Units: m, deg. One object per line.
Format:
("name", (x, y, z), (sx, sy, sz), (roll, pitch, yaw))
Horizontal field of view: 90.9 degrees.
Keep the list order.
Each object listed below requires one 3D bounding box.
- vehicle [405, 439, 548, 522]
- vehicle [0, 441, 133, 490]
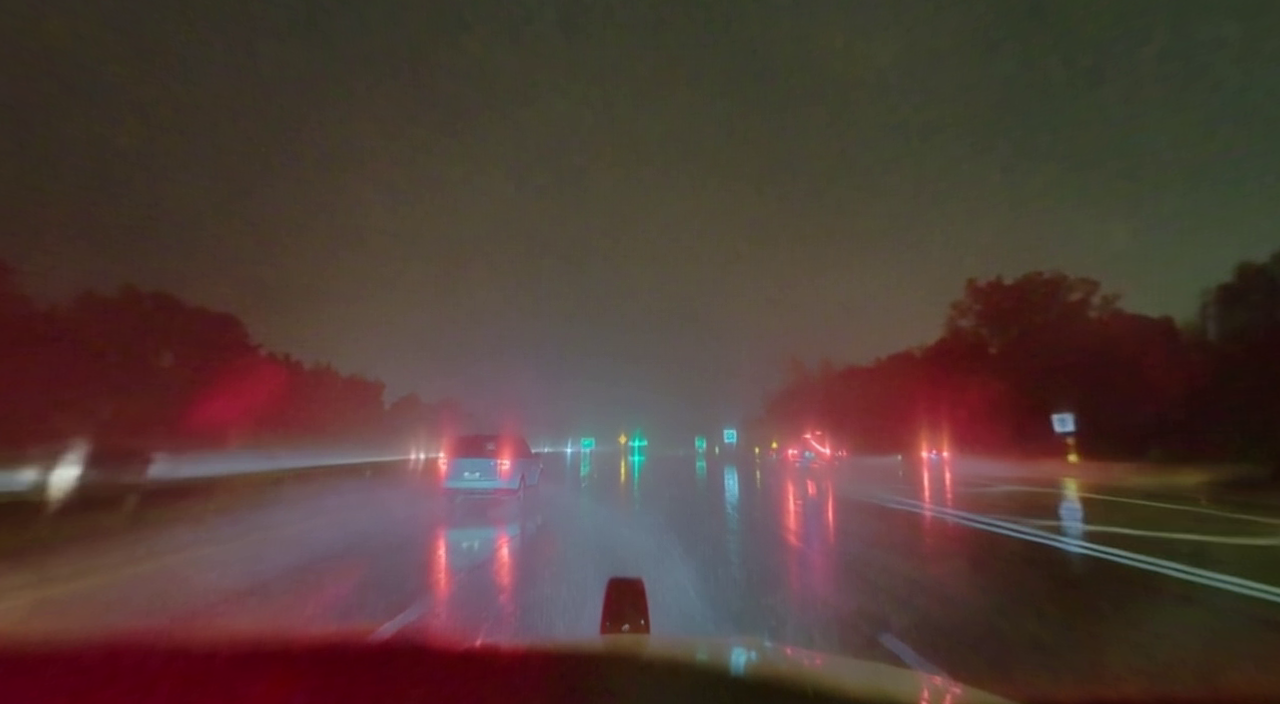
("vehicle", (-3.302, 2.655, 13.608), (1.968, 1.504, 3.892), (0, -8, 1))
("vehicle", (-22.180, 4.195, 23.776), (1.934, 1.602, 4.970), (0, -8, 0))
